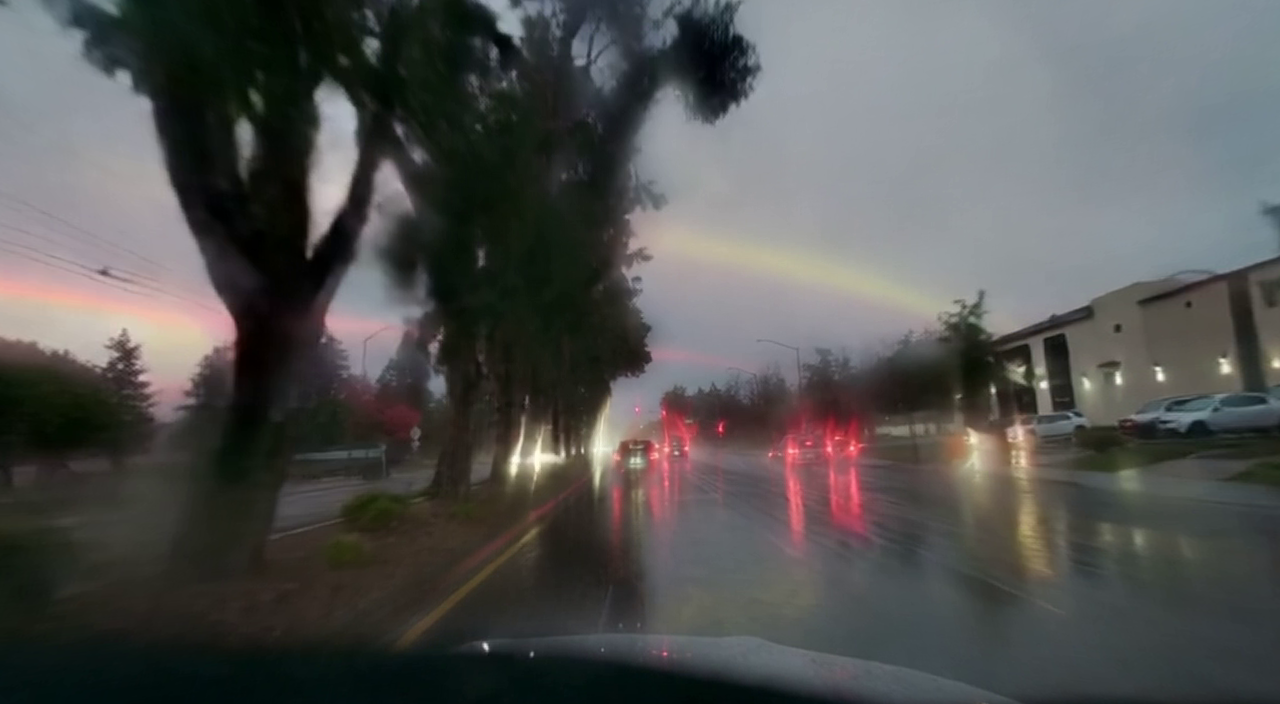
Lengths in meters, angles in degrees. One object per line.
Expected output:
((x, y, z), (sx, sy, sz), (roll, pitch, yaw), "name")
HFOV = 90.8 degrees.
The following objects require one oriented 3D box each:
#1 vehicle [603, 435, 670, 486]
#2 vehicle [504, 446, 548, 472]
((-0.156, 3.841, 22.667), (2.181, 1.639, 4.127), (0, -8, -1), "vehicle")
((-7.506, 7.046, 41.888), (2.094, 1.579, 4.297), (-1, -8, 0), "vehicle")
